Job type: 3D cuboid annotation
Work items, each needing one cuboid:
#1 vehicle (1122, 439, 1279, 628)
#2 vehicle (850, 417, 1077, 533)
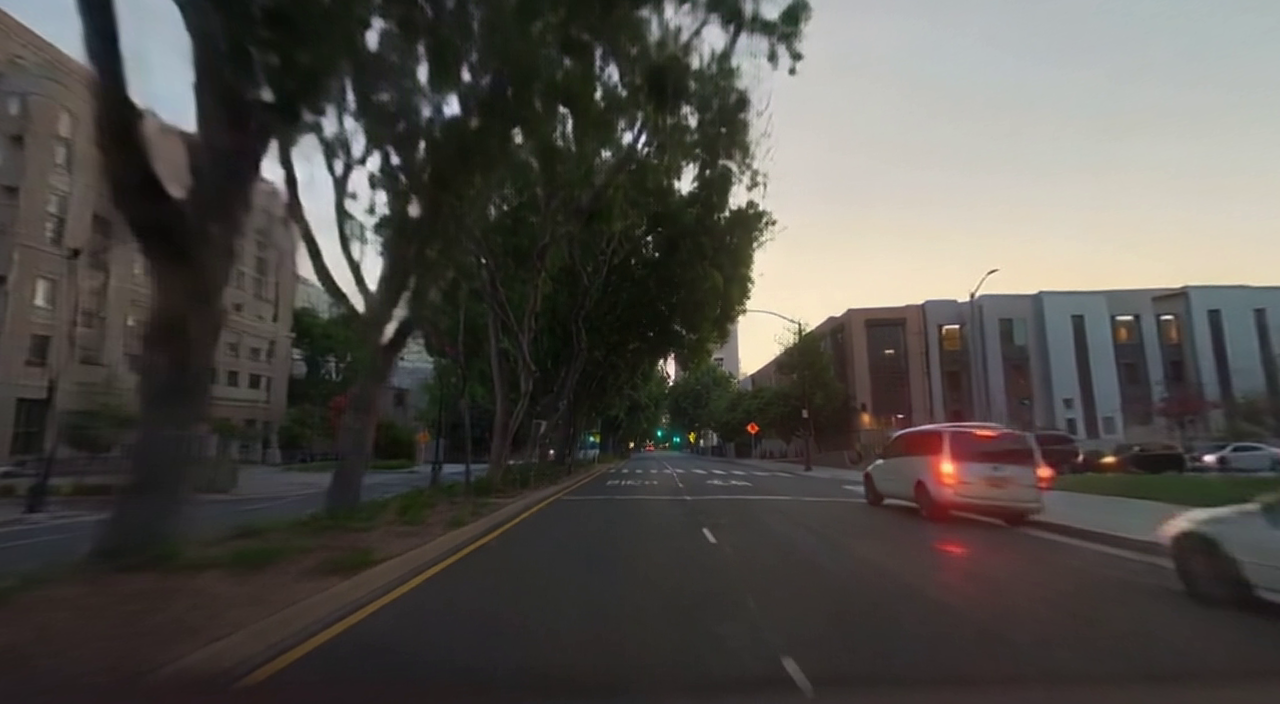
[{"bbox_3d":[6.140,1.365,4.404,1.948,1.511,4.623,0,-8,1],"label":"vehicle"},{"bbox_3d":[6.142,2.386,12.862,2.045,1.890,4.876,0,-8,0],"label":"vehicle"}]
